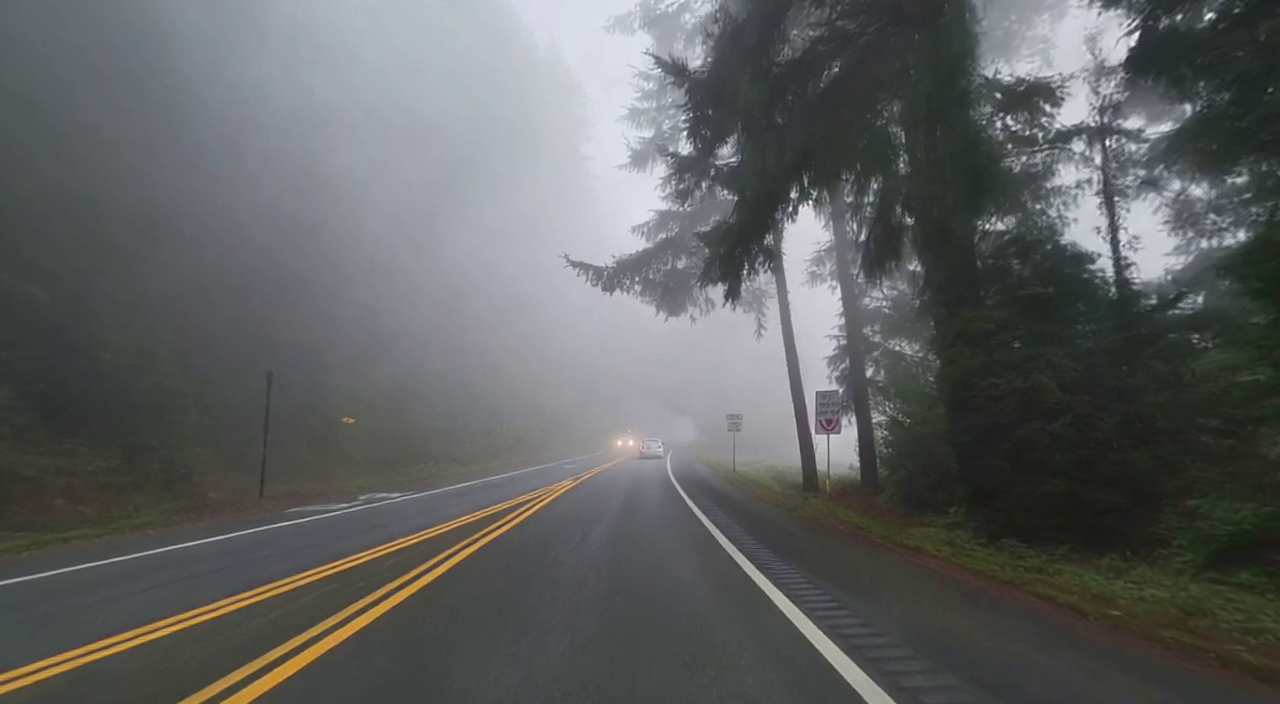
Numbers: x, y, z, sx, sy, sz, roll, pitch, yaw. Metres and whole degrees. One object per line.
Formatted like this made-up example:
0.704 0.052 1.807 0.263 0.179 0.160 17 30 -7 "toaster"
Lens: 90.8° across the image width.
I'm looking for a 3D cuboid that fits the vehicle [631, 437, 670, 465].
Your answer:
0.605 5.545 35.507 2.067 1.486 3.861 -1 -9 2 "vehicle"
